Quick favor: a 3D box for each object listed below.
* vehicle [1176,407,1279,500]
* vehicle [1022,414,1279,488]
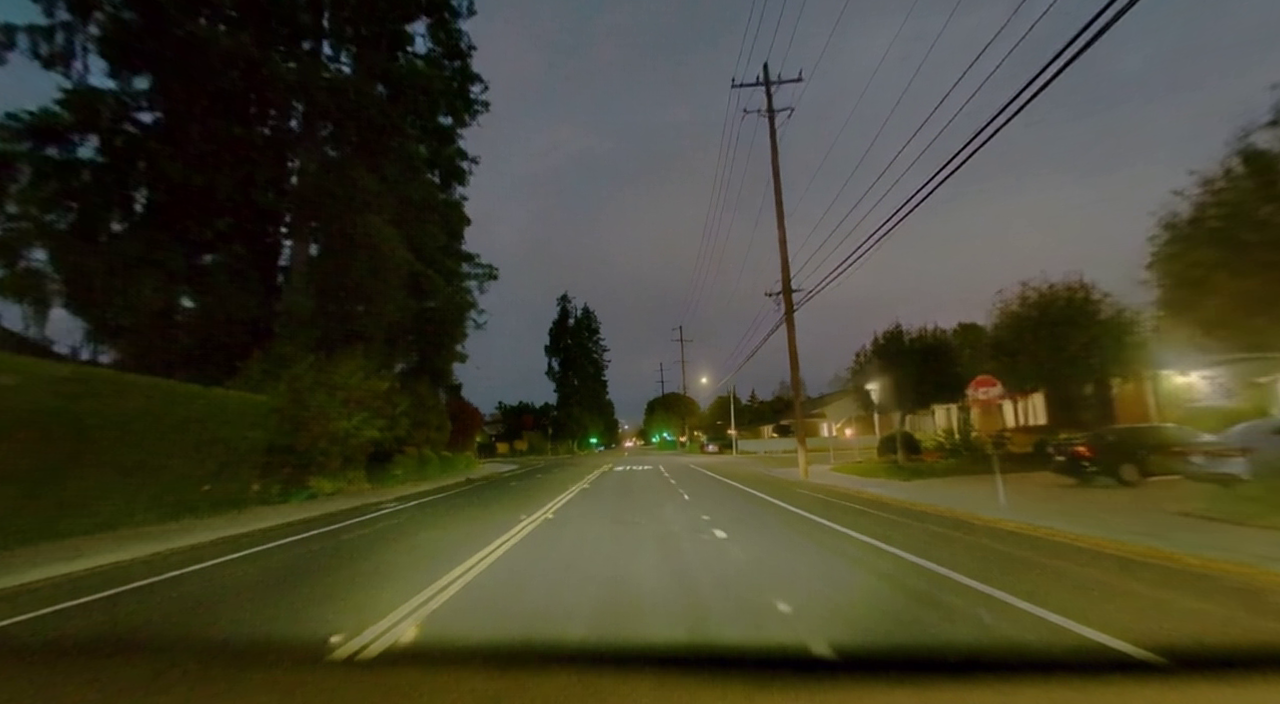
[{"bbox_3d":[12.684,1.772,11.150,4.650,1.484,1.929,0,-8,-1],"label":"vehicle"},{"bbox_3d":[12.058,2.328,15.055,4.643,1.613,1.982,0,-8,-4],"label":"vehicle"}]
